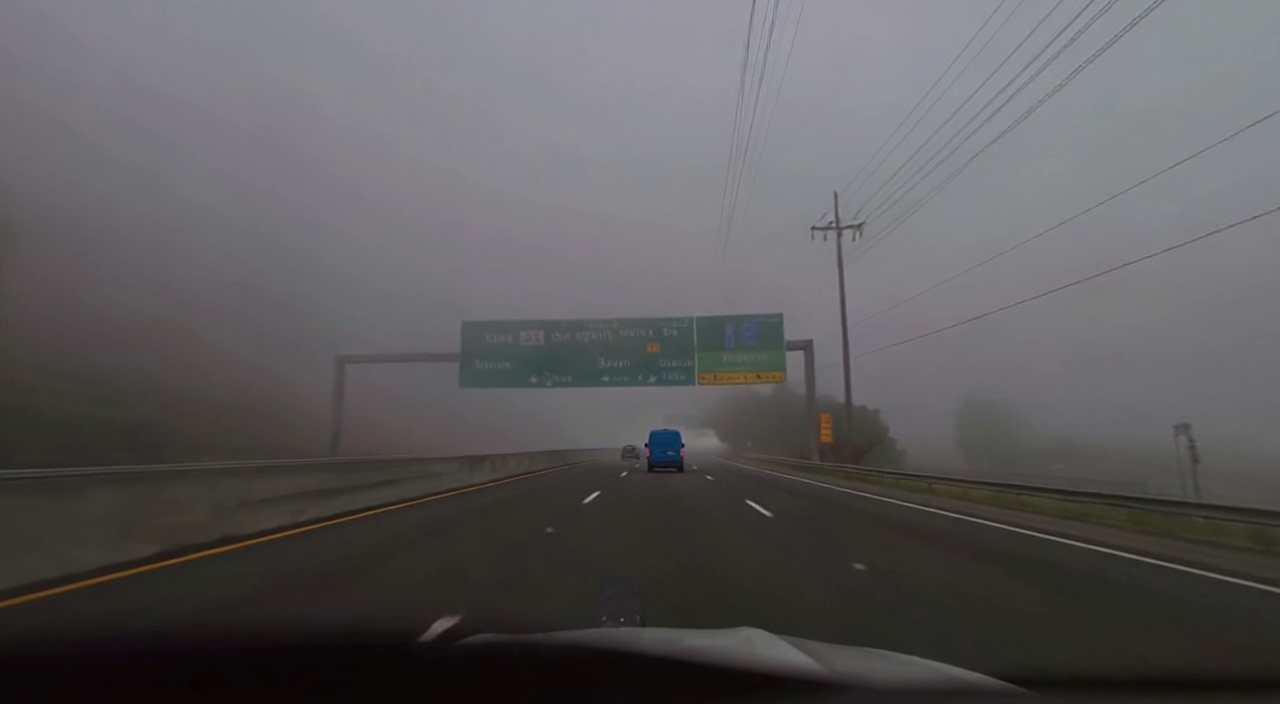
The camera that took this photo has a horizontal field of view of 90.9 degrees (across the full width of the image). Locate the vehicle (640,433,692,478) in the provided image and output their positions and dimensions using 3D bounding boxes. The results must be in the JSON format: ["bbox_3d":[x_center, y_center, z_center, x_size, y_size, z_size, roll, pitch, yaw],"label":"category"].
[{"bbox_3d":[1.211,4.936,30.141,2.261,1.969,5.104,0,-9,2],"label":"vehicle"}]
